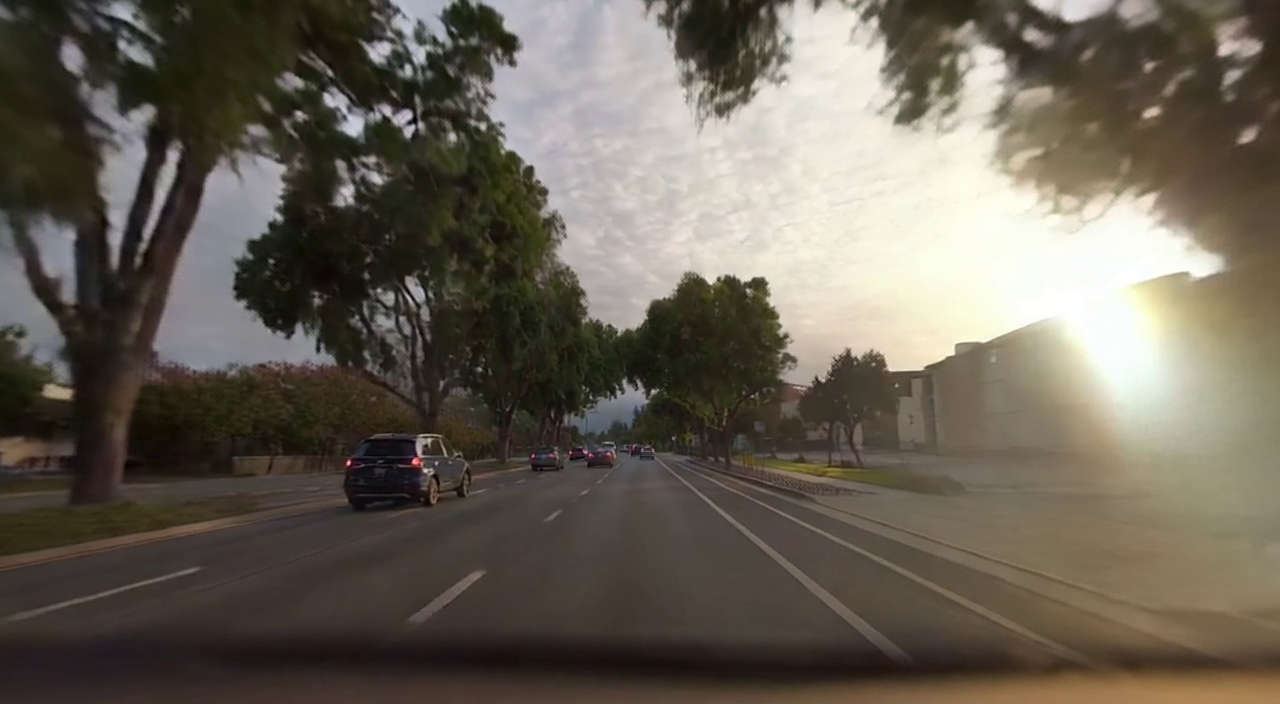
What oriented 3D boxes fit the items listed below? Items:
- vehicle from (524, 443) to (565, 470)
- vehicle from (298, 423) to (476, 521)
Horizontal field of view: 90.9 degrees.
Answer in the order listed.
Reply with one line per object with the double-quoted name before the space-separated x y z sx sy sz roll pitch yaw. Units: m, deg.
"vehicle" -6.268 6.937 41.938 1.985 1.708 4.310 0 -9 1
"vehicle" -5.187 2.521 13.712 2.123 1.761 4.322 0 -9 -1
